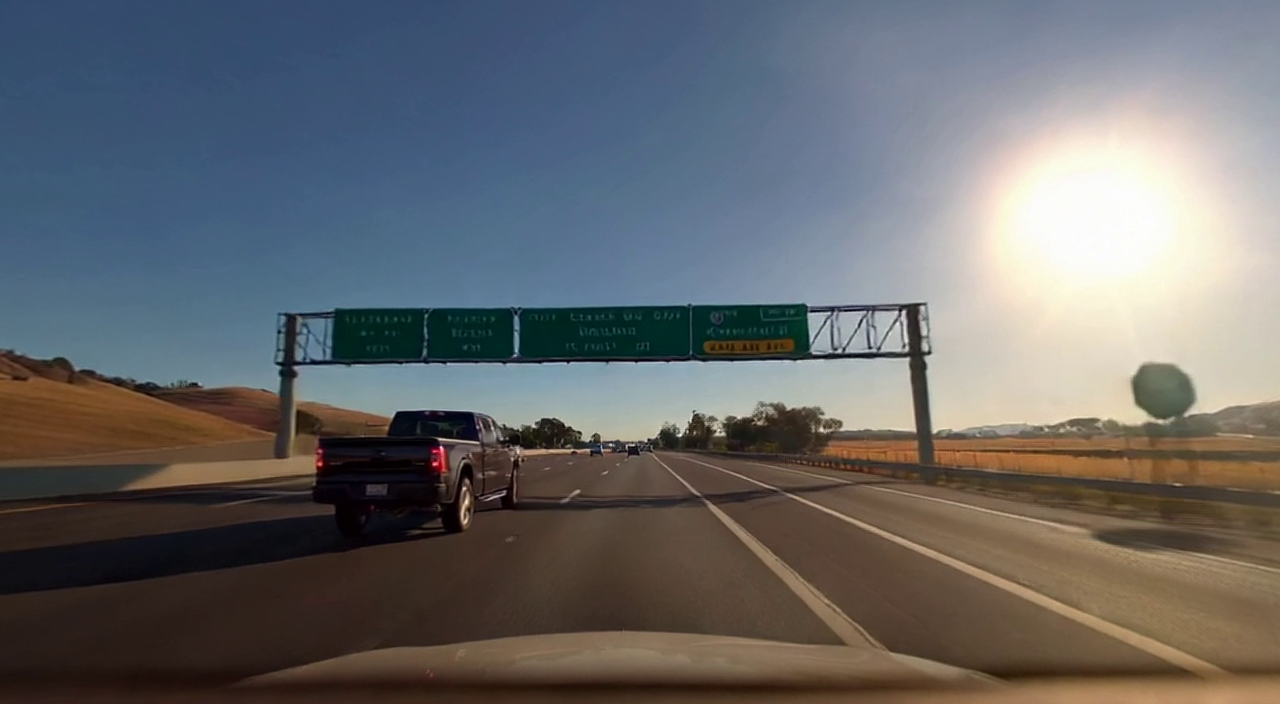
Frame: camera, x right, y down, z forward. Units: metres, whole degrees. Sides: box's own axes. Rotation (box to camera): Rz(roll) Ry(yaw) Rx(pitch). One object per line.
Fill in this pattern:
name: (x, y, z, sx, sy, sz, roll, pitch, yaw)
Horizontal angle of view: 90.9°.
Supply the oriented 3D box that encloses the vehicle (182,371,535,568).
vehicle: (-3.501, 1.683, 9.807, 2.601, 2.084, 6.068, 0, -8, 1)
